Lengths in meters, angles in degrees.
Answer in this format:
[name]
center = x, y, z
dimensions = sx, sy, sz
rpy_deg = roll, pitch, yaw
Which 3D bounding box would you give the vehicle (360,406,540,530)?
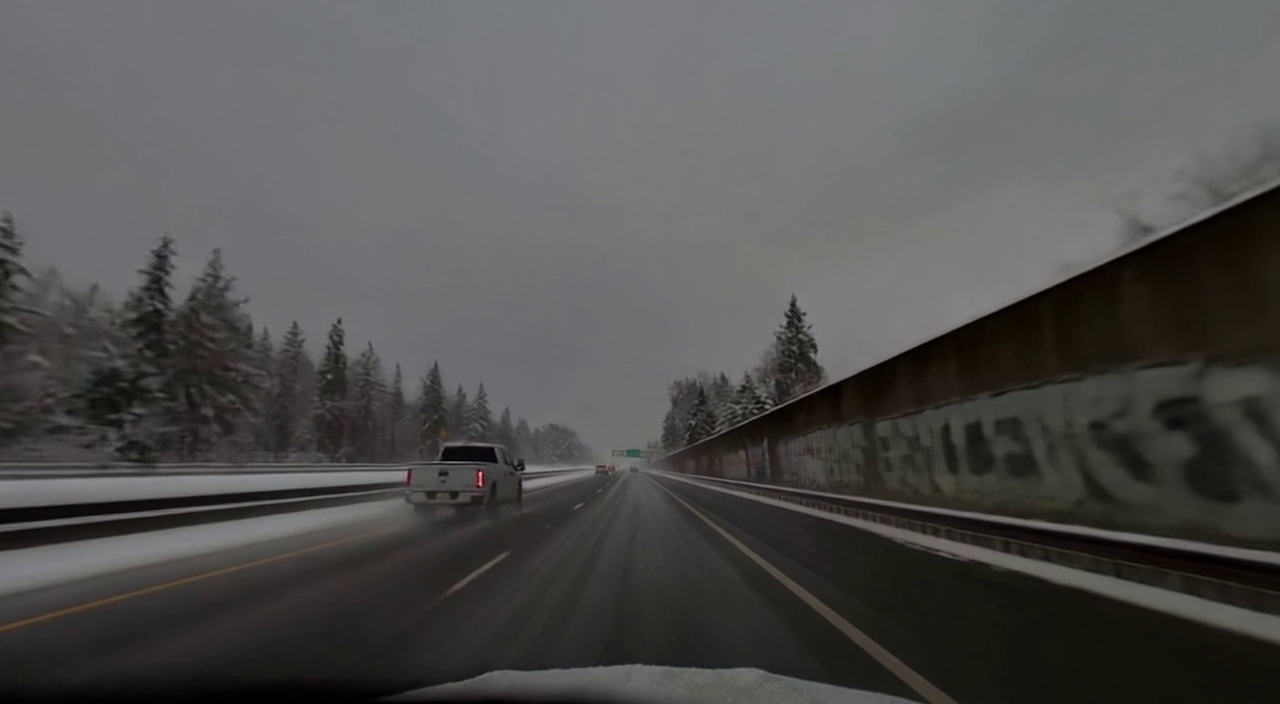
[vehicle]
center = -4.289, 2.890, 15.732
dimensions = 2.597, 2.434, 6.020
rpy_deg = 1, -11, 0
